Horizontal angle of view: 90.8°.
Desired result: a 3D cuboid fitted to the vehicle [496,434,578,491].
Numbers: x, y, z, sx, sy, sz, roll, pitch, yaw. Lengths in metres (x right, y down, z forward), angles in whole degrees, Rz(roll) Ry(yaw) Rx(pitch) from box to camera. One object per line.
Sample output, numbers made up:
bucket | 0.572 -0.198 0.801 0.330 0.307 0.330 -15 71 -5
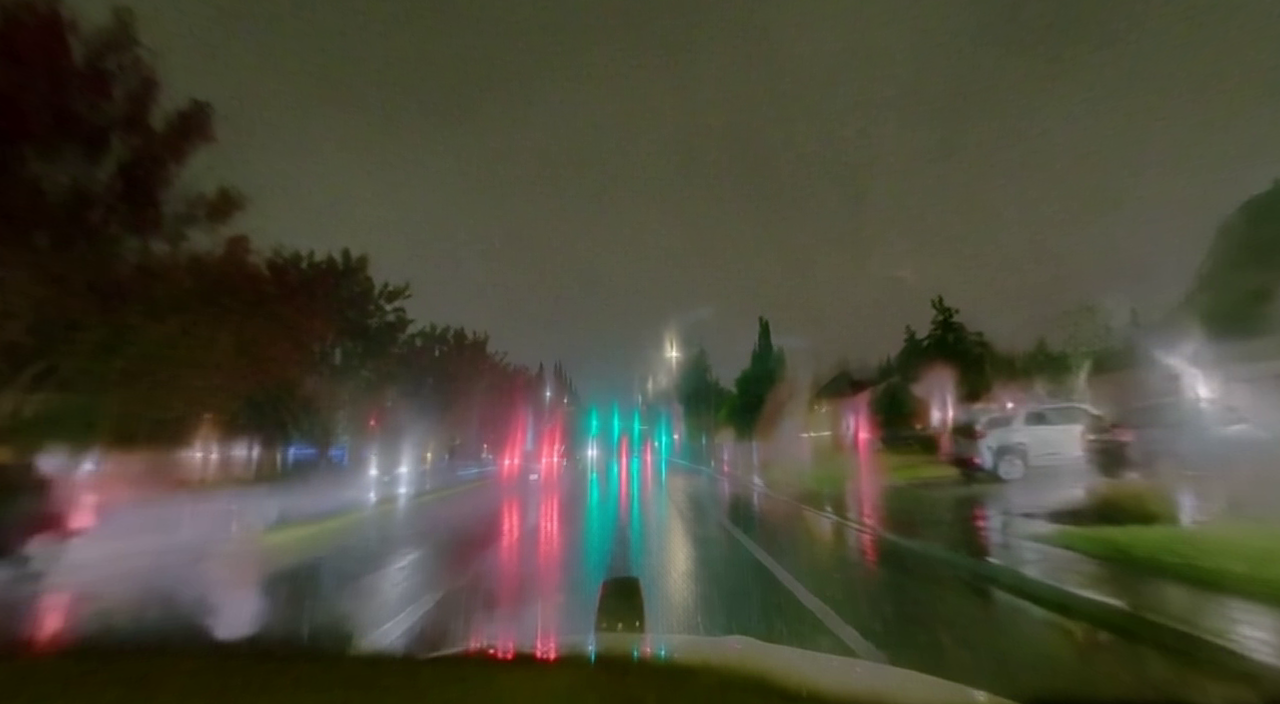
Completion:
vehicle | -3.498 3.852 22.401 2.157 1.771 4.452 0 -8 0

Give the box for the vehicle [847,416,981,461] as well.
vehicle | 15.368 4.874 35.732 6.374 2.098 2.415 -3 -8 -1

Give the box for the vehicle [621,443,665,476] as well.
vehicle | 0.120 5.341 31.697 2.062 1.518 3.901 0 -8 0

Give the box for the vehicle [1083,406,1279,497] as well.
vehicle | 11.384 1.799 11.912 4.573 1.461 1.867 -3 -8 0

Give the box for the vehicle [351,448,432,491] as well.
vehicle | -12.004 5.661 30.890 2.070 1.752 4.629 -4 -8 0
